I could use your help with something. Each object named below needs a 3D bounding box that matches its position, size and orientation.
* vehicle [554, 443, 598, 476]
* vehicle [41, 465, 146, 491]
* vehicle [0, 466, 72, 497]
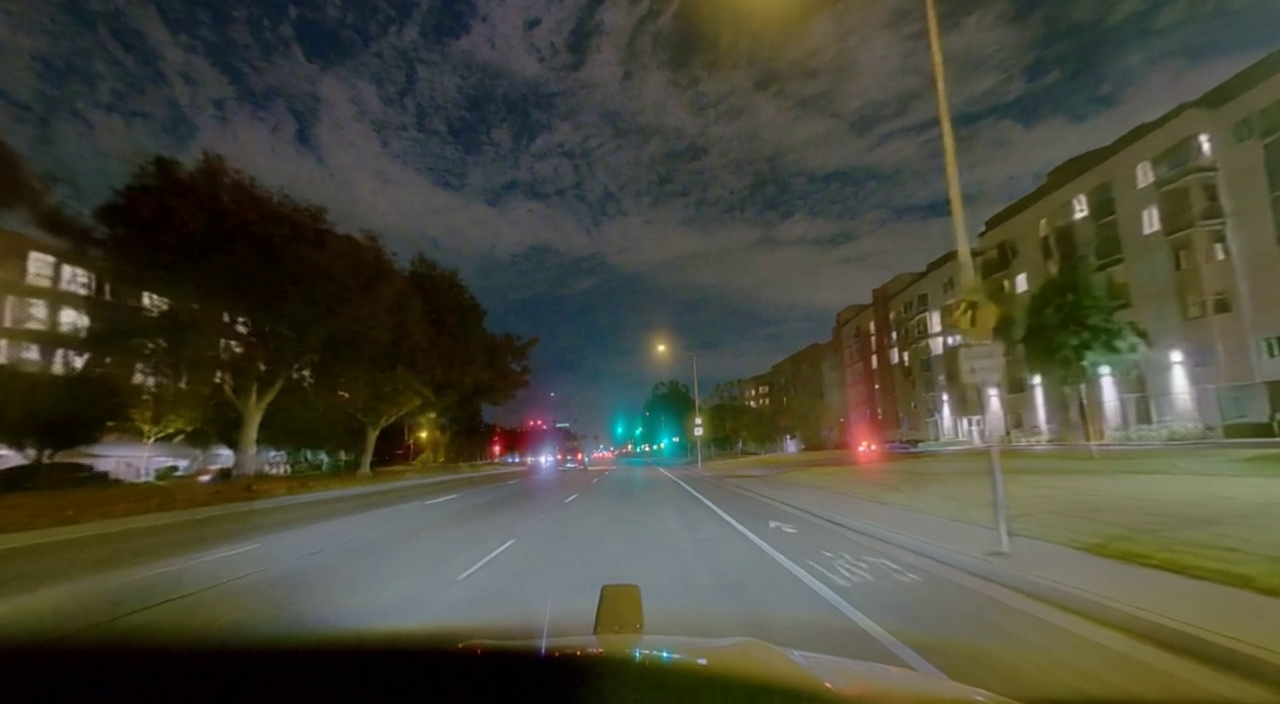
[{"bbox_3d":[-3.487,5.963,35.326,1.959,1.741,4.141,0,-8,1],"label":"vehicle"},{"bbox_3d":[-37.448,8.602,43.369,5.138,1.622,2.121,0,-9,-2],"label":"vehicle"},{"bbox_3d":[-37.265,7.876,38.222,3.934,1.544,1.826,-4,-9,-4],"label":"vehicle"}]
